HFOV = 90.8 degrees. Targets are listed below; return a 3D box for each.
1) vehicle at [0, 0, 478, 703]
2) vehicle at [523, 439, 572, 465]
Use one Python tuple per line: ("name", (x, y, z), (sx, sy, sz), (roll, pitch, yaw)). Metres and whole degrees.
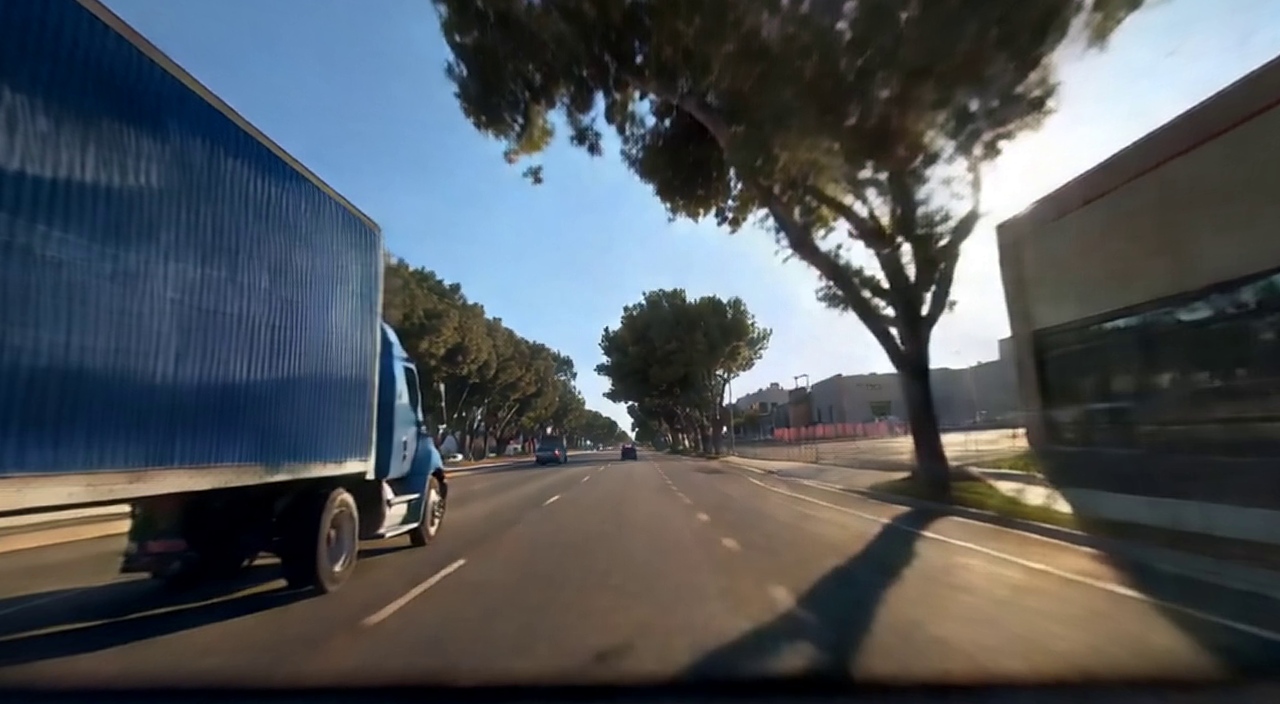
("vehicle", (-3.541, 0.132, 3.685), (2.910, 3.419, 8.376), (0, -8, 0))
("vehicle", (-7.051, 7.718, 49.188), (2.743, 1.832, 7.257), (0, -8, 0))
